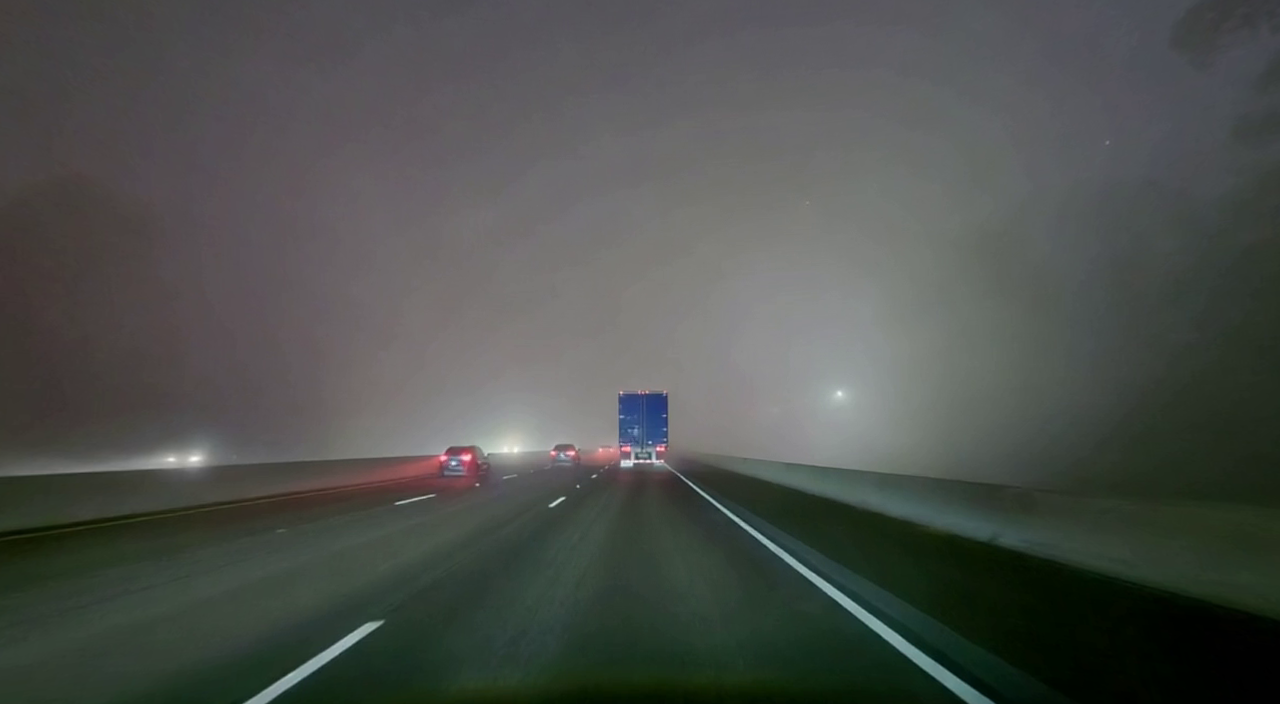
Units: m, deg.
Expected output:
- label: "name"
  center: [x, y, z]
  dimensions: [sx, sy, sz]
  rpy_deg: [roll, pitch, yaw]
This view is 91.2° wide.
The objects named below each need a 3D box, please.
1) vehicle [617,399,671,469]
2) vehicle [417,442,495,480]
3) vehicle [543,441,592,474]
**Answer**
- label: "vehicle"
  center: [0.241, 5.607, 41.980]
  dimensions: [3.123, 4.094, 10.812]
  rpy_deg: [0, -9, 0]
- label: "vehicle"
  center: [-7.908, 4.734, 27.438]
  dimensions: [1.968, 1.507, 4.673]
  rpy_deg: [0, -9, 0]
- label: "vehicle"
  center: [-3.674, 5.411, 32.242]
  dimensions: [2.006, 1.572, 4.082]
  rpy_deg: [0, -9, 0]
